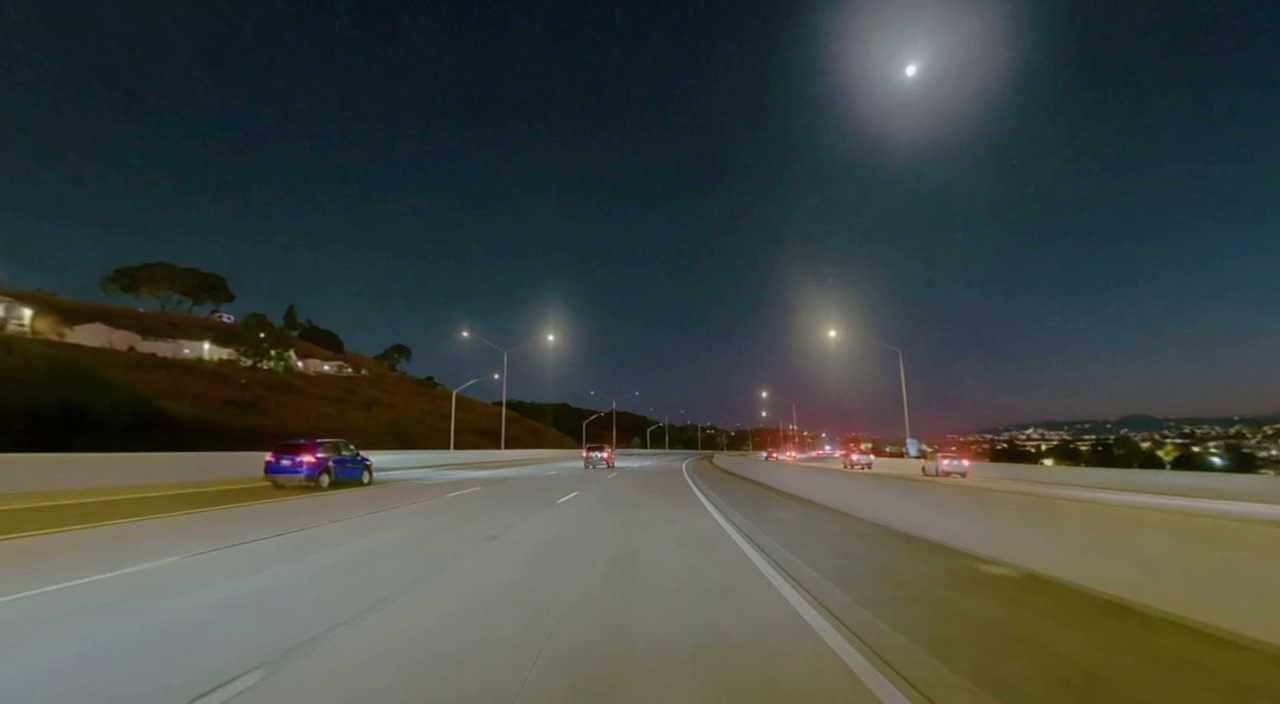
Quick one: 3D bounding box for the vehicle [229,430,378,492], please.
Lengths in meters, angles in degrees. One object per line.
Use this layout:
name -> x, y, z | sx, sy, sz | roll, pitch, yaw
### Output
vehicle -> -10.525, 3.433, 20.231 | 2.039, 1.746, 4.528 | -1, -8, 4

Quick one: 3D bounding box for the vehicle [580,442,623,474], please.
vehicle -> -2.217, 6.313, 37.653 | 2.028, 1.782, 4.150 | -1, -8, 4

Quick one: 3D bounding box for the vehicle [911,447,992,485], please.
vehicle -> 14.191, 5.180, 29.045 | 1.786, 1.559, 4.496 | -1, -8, 6
